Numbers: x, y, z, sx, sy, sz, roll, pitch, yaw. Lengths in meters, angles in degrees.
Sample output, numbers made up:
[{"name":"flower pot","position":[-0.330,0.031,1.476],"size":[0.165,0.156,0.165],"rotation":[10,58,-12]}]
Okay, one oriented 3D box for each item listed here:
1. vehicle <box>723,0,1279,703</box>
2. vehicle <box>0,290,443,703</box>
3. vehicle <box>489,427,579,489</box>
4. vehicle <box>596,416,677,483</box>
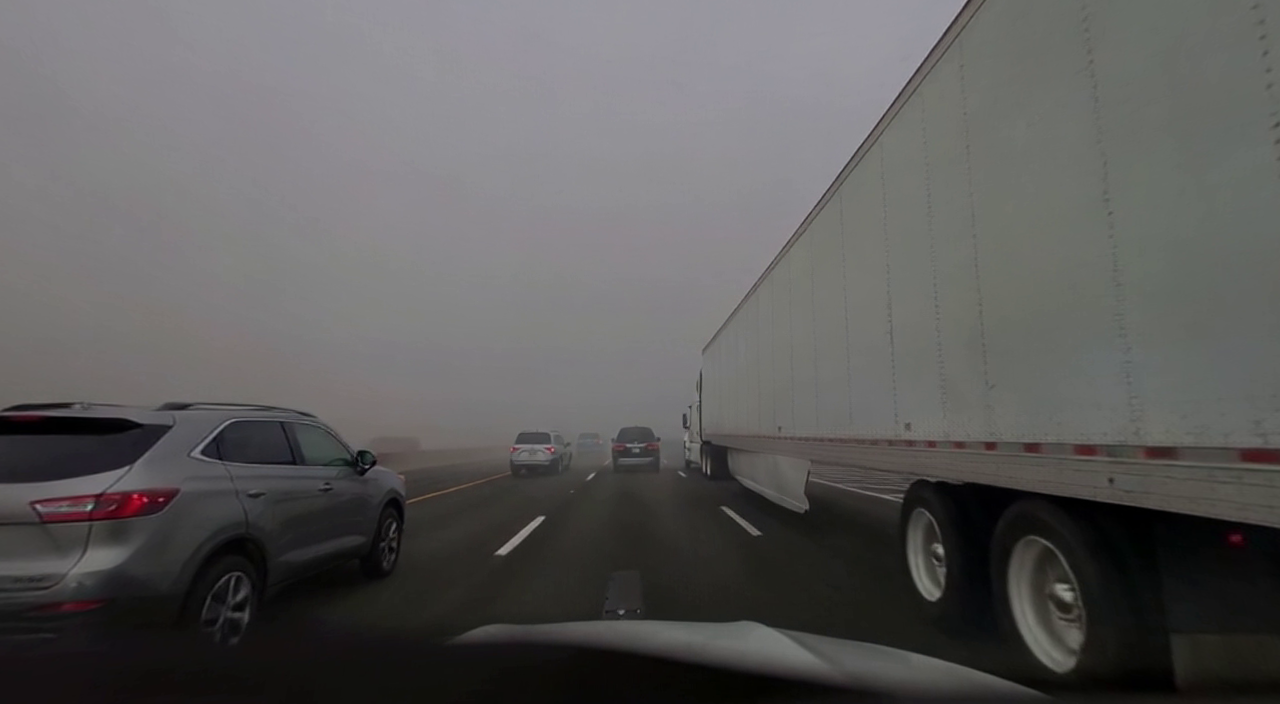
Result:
[{"name":"vehicle","position":[3.603,0.285,7.511],"size":[2.852,4.121,16.210],"rotation":[0,-8,-1]},{"name":"vehicle","position":[-3.256,1.031,4.325],"size":[2.193,1.803,4.958],"rotation":[0,-8,0]},{"name":"vehicle","position":[-3.335,3.463,20.879],"size":[2.120,1.812,4.659],"rotation":[0,-8,1]},{"name":"vehicle","position":[-0.136,3.668,23.958],"size":[2.704,2.216,5.804],"rotation":[0,-8,0]}]
